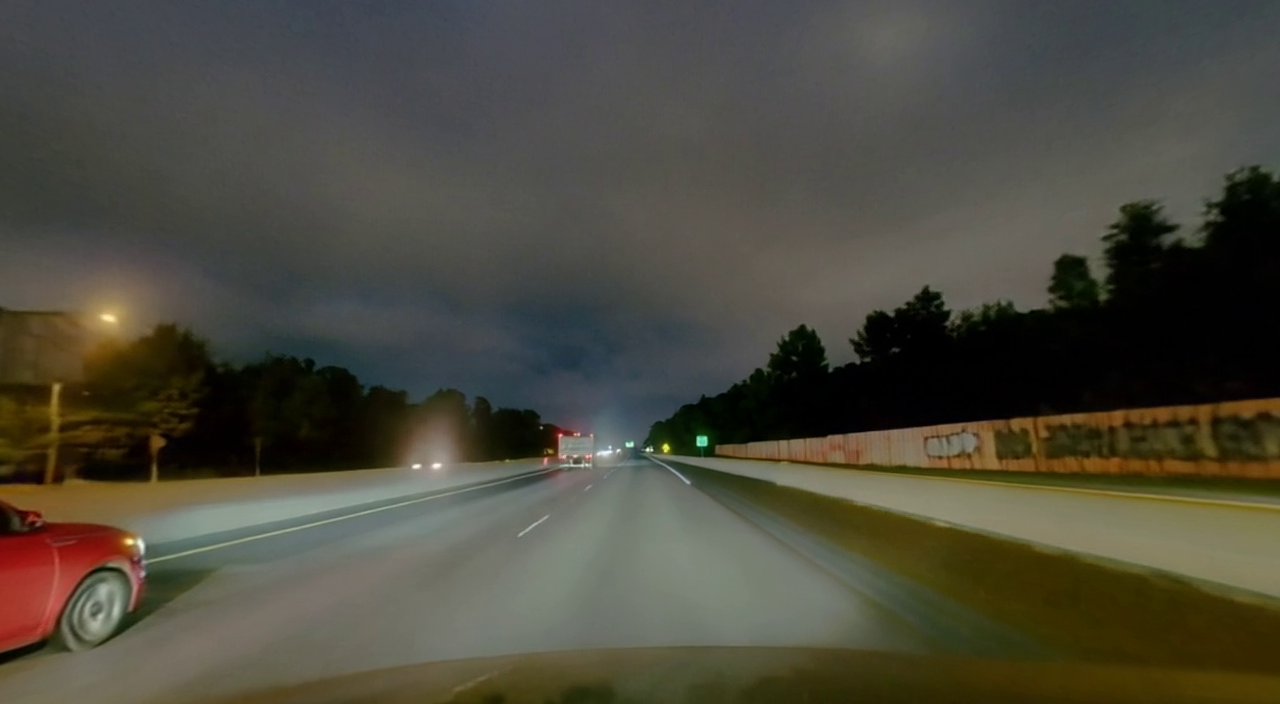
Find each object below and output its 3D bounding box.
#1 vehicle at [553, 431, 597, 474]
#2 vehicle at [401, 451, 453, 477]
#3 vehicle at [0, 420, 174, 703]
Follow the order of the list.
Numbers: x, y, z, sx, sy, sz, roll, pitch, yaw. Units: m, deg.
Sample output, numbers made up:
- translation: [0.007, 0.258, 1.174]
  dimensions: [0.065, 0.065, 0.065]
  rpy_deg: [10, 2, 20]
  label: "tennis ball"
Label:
- translation: [-4.118, 6.488, 40.707]
  dimensions: [2.305, 2.517, 5.486]
  rpy_deg: [0, -9, 0]
  label: "vehicle"
- translation: [-13.193, 6.938, 39.239]
  dimensions: [1.822, 1.492, 4.091]
  rpy_deg: [0, -9, 0]
  label: "vehicle"
- translation: [-4.413, 0.947, 2.260]
  dimensions: [2.024, 1.476, 4.466]
  rpy_deg: [0, -9, 1]
  label: "vehicle"
